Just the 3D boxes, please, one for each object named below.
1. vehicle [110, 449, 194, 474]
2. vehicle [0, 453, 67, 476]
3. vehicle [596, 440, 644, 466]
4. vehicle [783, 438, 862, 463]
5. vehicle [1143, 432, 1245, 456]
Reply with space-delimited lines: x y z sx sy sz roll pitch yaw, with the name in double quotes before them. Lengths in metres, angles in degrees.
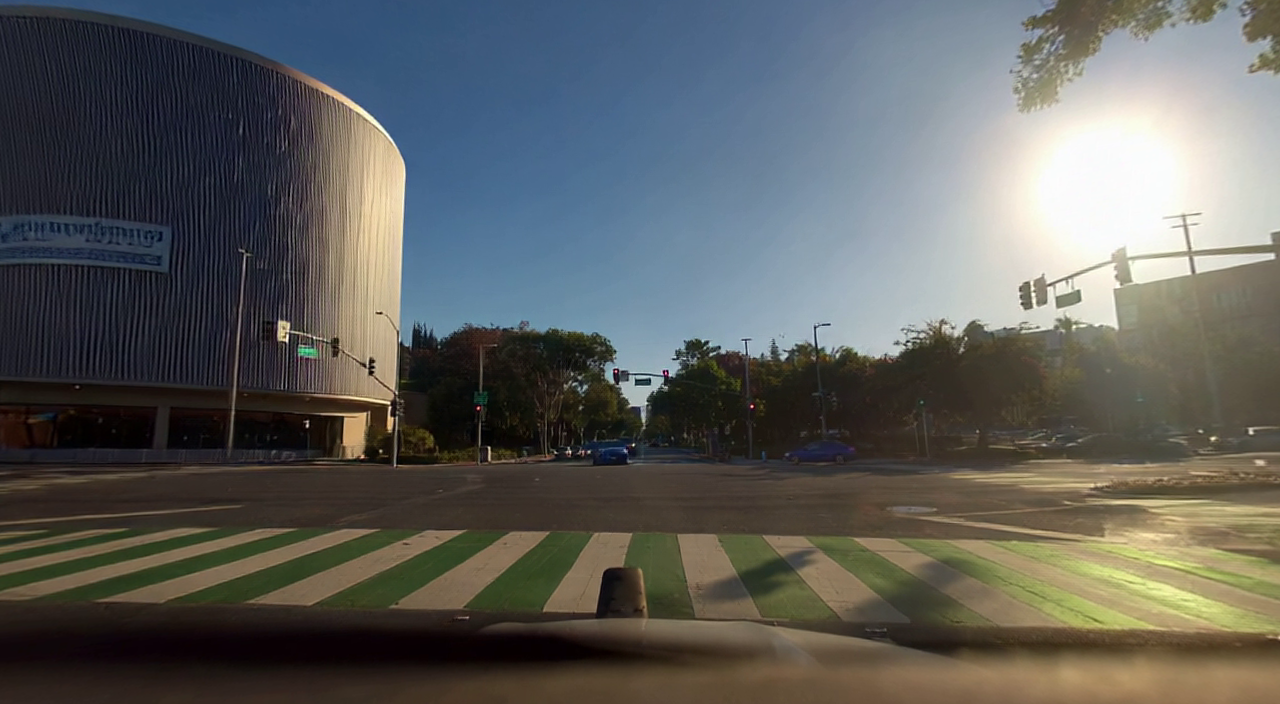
"vehicle" -33.069 7.406 42.751 4.136 1.661 1.857 0 -8 1
"vehicle" -41.646 7.633 42.767 3.698 1.467 1.779 0 -8 1
"vehicle" -1.313 6.115 38.291 2.280 1.454 4.836 1 -9 -10
"vehicle" 11.378 6.188 39.602 4.529 1.457 1.981 -2 -9 9
"vehicle" 36.156 6.016 41.194 4.767 1.456 1.858 0 -8 2
